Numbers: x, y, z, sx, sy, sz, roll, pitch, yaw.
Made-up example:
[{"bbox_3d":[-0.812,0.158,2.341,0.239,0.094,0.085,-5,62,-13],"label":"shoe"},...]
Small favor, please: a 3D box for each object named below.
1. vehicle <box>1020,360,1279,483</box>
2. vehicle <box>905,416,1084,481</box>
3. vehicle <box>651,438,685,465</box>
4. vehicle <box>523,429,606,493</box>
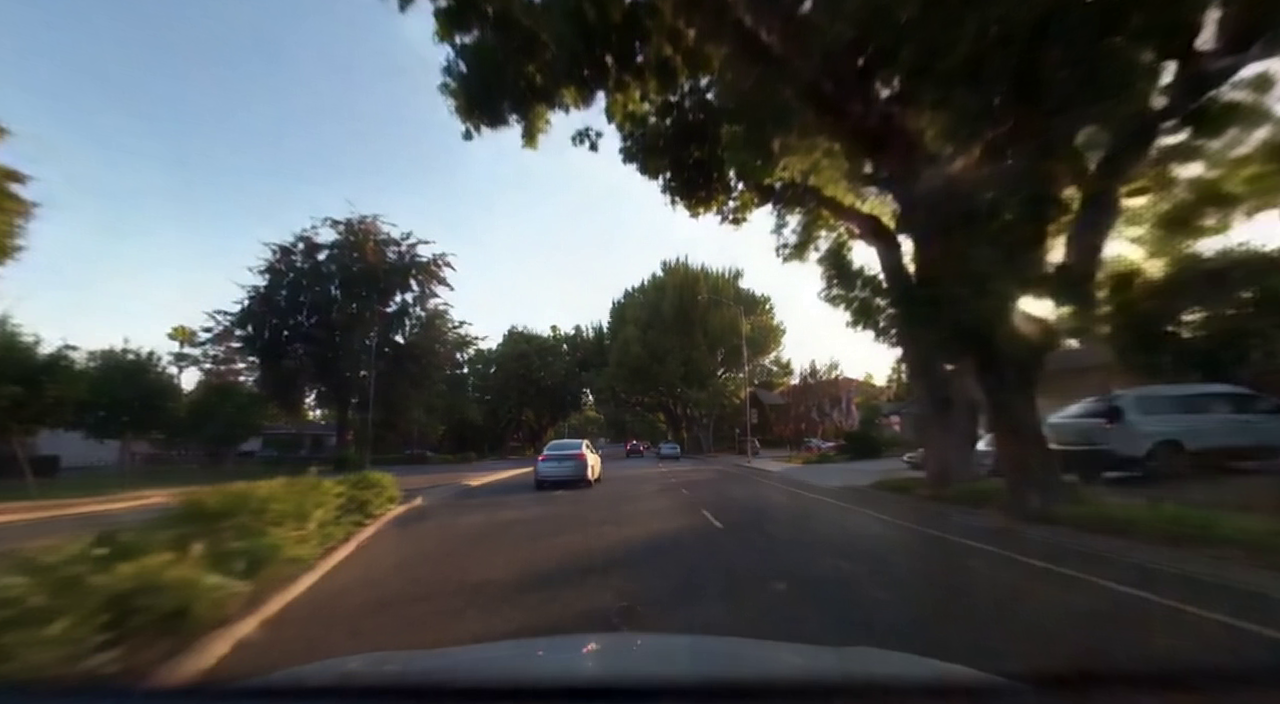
[{"bbox_3d":[11.745,1.476,12.948,2.483,2.209,6.171,8,-11,-43],"label":"vehicle"},{"bbox_3d":[11.336,3.104,20.447,4.560,1.842,2.048,-8,-12,43],"label":"vehicle"},{"bbox_3d":[1.767,6.510,41.469,2.003,1.614,4.072,0,-8,0],"label":"vehicle"},{"bbox_3d":[-2.253,3.329,19.654,2.205,1.706,4.904,1,-8,-5],"label":"vehicle"}]
